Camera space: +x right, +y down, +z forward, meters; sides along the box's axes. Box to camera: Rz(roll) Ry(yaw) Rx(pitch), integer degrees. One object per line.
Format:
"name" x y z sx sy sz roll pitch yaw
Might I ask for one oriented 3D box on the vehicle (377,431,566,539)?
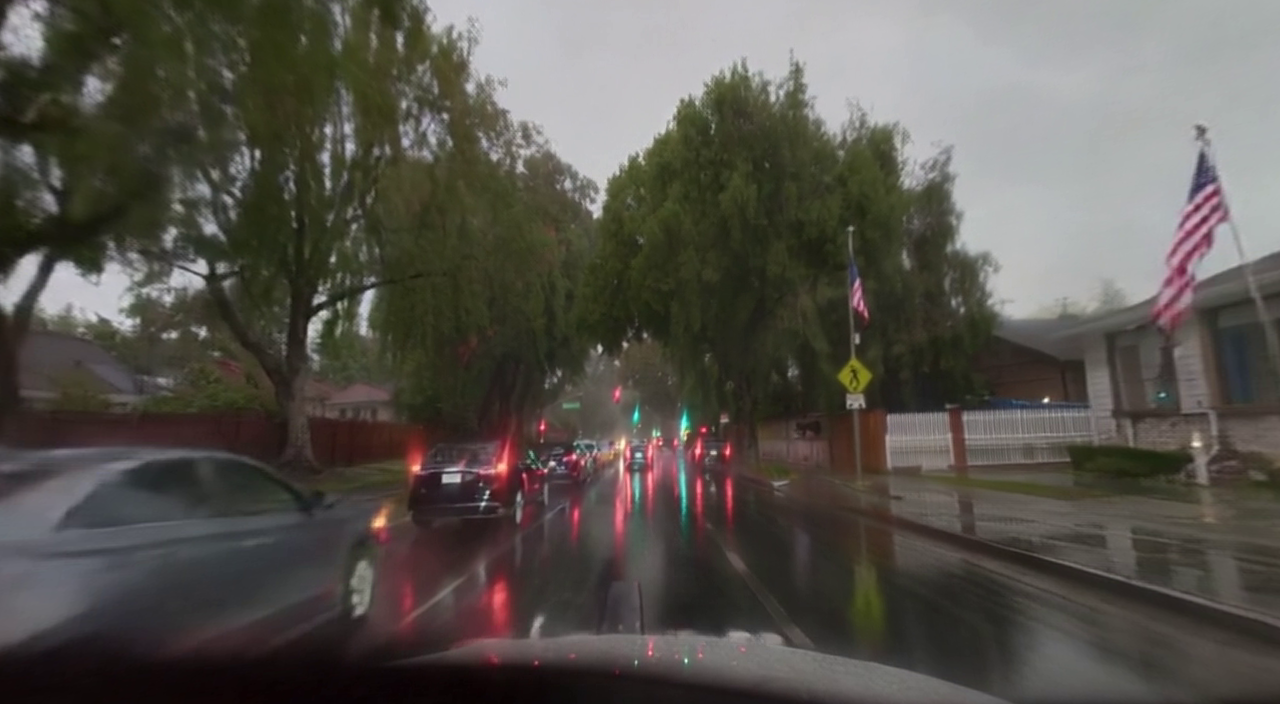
"vehicle" -2.650 2.218 11.234 2.081 1.488 4.566 0 -9 0

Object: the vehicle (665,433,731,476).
"vehicle" 2.352 4.338 26.923 2.258 1.682 4.635 0 -9 -1

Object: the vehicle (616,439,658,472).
"vehicle" -0.170 5.054 31.017 1.927 1.453 3.848 0 -9 0

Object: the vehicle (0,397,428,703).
"vehicle" -3.008 1.139 3.659 1.970 1.477 4.380 0 -9 1
